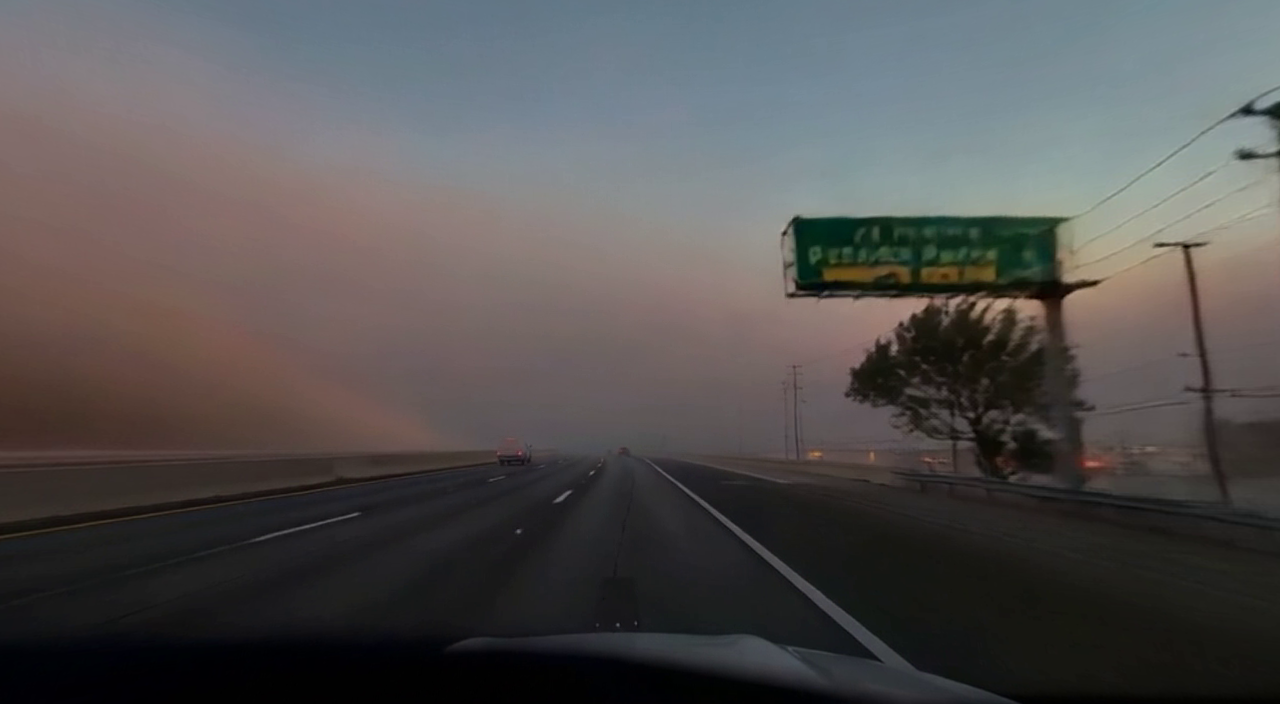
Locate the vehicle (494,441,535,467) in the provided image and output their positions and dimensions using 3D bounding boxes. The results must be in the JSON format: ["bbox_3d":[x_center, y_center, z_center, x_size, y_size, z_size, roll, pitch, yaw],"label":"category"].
[{"bbox_3d":[-8.612,7.008,43.730,2.053,1.682,4.423,0,-8,-1],"label":"vehicle"}]
